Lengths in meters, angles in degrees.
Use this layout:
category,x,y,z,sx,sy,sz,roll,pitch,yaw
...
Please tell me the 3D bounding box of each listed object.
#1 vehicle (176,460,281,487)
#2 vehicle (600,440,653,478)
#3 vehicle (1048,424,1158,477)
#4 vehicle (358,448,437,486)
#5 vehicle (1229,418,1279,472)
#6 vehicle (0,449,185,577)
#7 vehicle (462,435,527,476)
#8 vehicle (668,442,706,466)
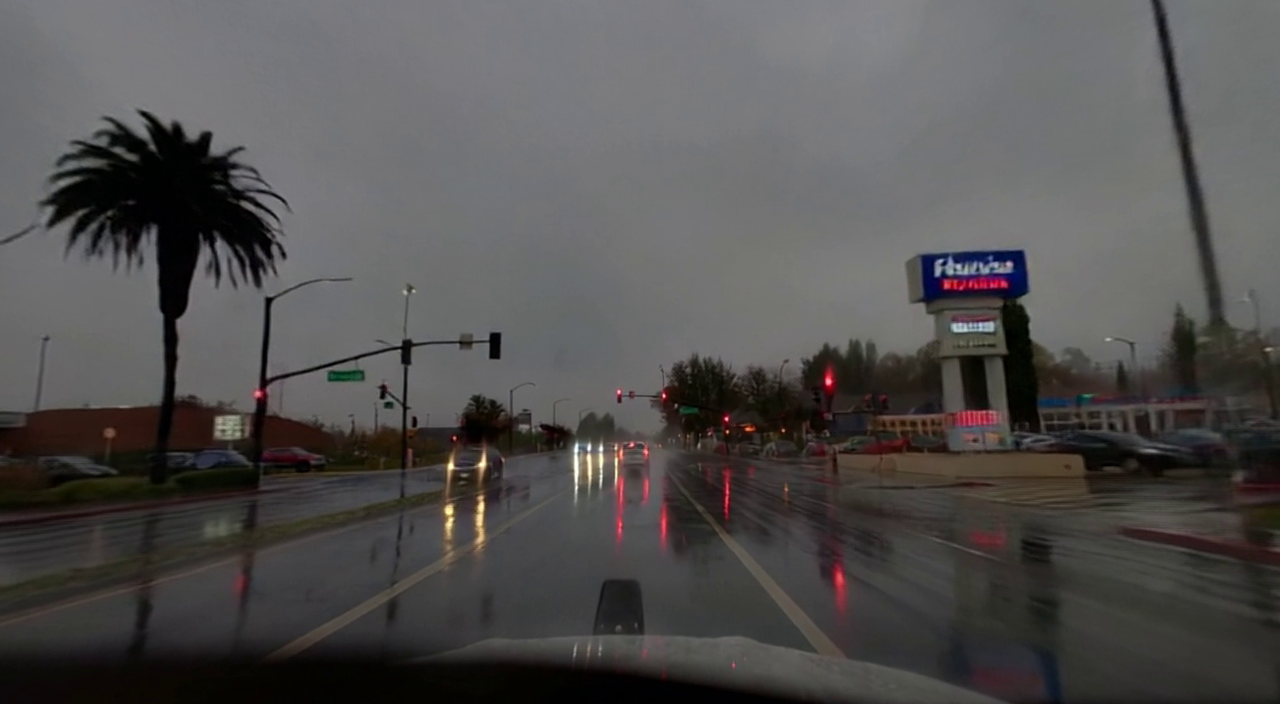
category,x,y,z,sx,sy,sz,roll,pitch,yaw
vehicle,-23.963,7.073,36.936,4.788,1.464,1.927,-1,-9,2
vehicle,-0.586,4.748,28.214,2.160,1.508,4.319,0,-9,-1
vehicle,14.792,3.119,20.104,1.985,1.479,4.580,-9,-12,44
vehicle,-11.784,5.602,31.153,2.039,1.630,4.878,1,-8,-2
vehicle,20.475,2.915,20.262,2.012,1.556,4.432,-10,-11,44
vehicle,-8.493,2.025,8.244,1.894,1.486,4.359,0,-9,0
vehicle,-8.606,6.181,38.095,2.440,2.225,6.346,0,-9,0
vehicle,3.062,6.793,42.066,2.060,1.471,4.168,0,-9,-2
